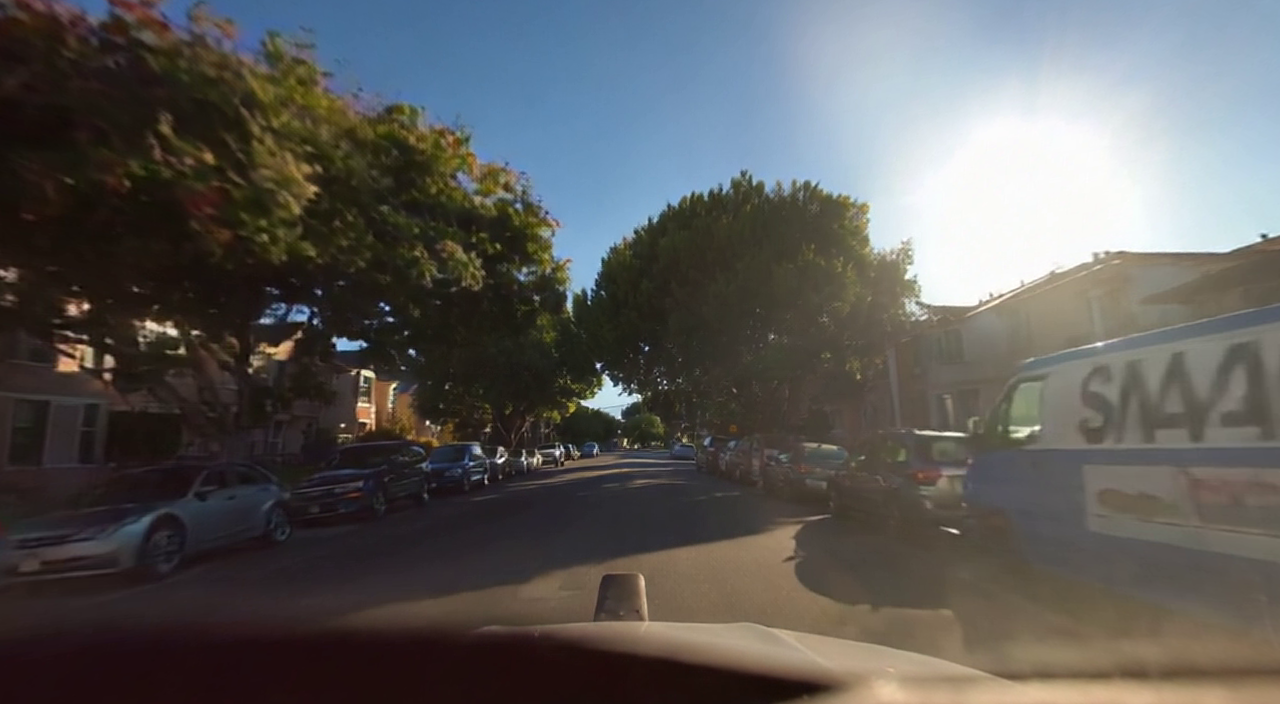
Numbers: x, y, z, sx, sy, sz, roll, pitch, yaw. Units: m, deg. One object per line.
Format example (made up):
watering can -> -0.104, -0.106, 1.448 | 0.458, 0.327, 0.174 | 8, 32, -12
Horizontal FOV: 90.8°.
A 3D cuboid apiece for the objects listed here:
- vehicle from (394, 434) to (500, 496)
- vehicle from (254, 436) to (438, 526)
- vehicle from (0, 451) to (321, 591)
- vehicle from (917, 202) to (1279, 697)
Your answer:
vehicle -> -7.061, 4.181, 23.932 | 2.195, 2.023, 6.055 | 0, -8, -1
vehicle -> -7.032, 3.119, 16.016 | 2.162, 1.846, 5.426 | 0, -8, -1
vehicle -> -6.873, 2.298, 9.578 | 1.828, 1.468, 4.738 | -2, -8, -3
vehicle -> 4.516, 0.686, 4.517 | 2.178, 2.656, 5.712 | 0, -9, -3
